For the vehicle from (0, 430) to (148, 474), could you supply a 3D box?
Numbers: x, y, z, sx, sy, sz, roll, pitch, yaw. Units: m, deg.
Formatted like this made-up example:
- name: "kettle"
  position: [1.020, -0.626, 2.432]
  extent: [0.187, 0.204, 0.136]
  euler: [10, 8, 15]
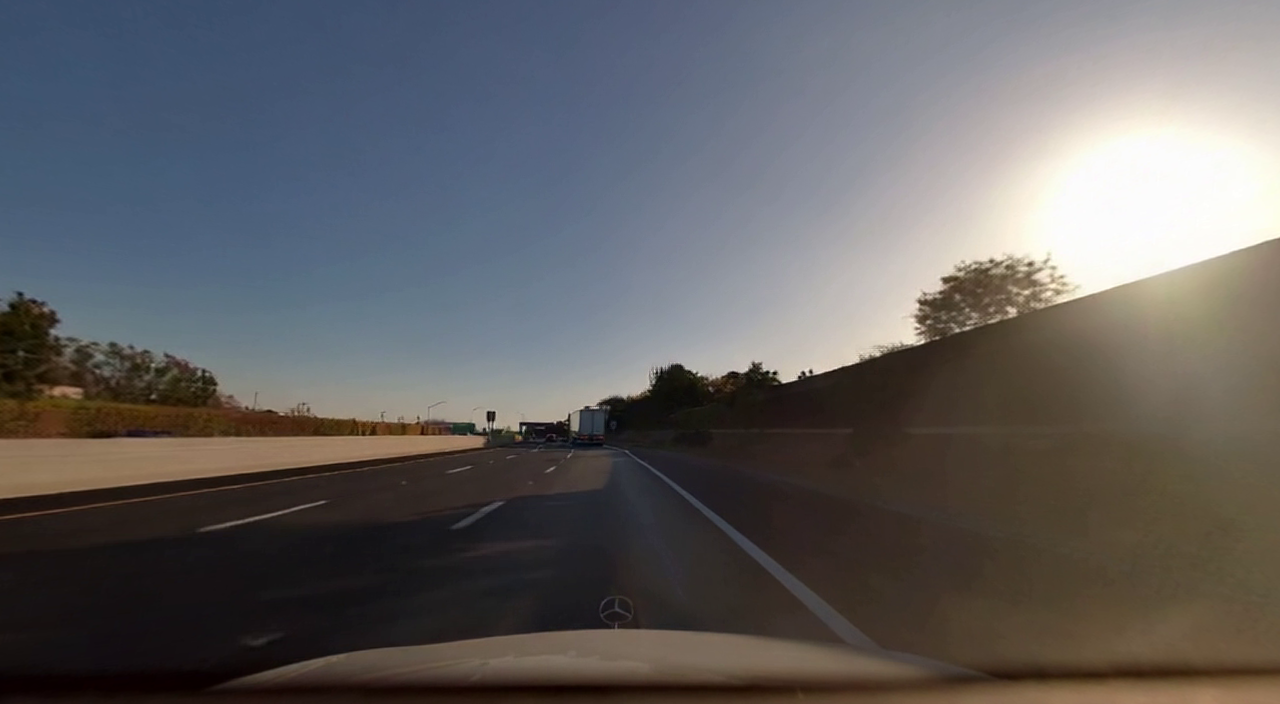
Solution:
- name: "vehicle"
  position: [-21.579, 3.801, 24.219]
  extent: [1.819, 1.486, 4.460]
  euler: [0, -8, -3]
